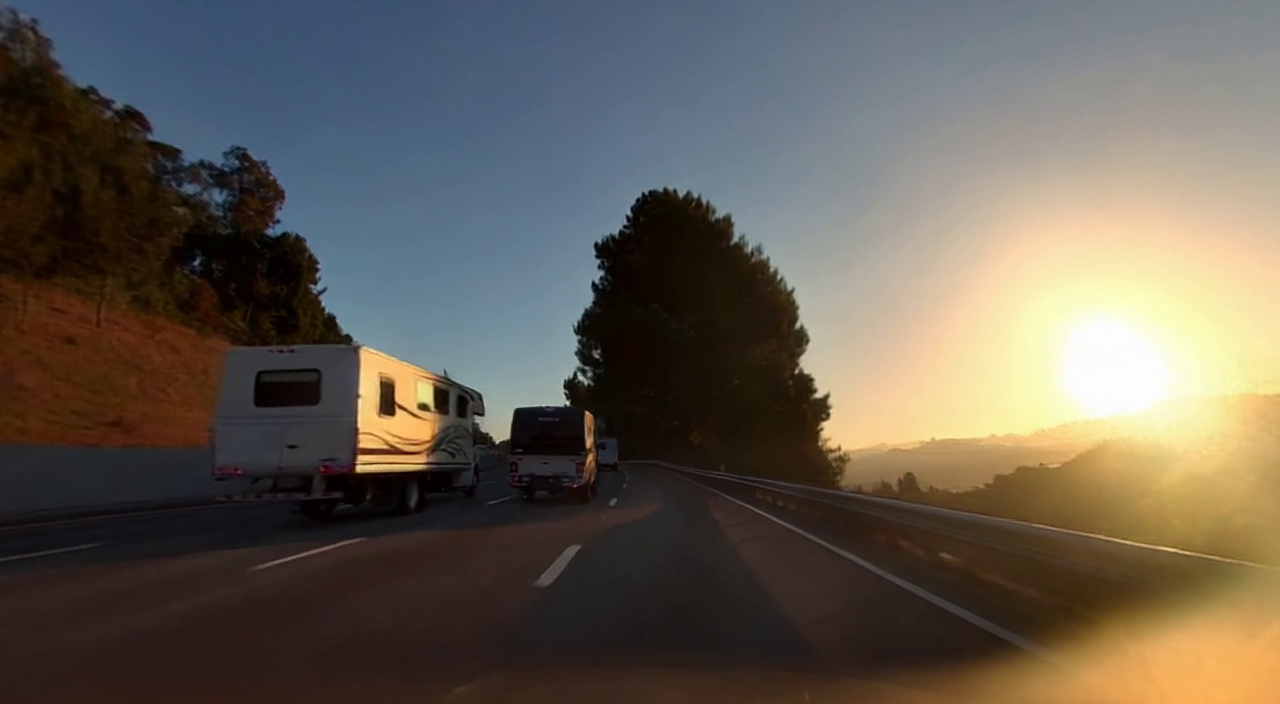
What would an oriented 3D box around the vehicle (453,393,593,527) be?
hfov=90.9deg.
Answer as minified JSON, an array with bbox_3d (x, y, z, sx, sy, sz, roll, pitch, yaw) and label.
[{"bbox_3d":[-2.416,2.396,14.200,2.331,2.583,3.743,-1,-9,1],"label":"vehicle"}]

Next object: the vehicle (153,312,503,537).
[{"bbox_3d":[-7.090,2.363,18.471,2.929,4.010,14.446,0,-9,0],"label":"vehicle"}]
